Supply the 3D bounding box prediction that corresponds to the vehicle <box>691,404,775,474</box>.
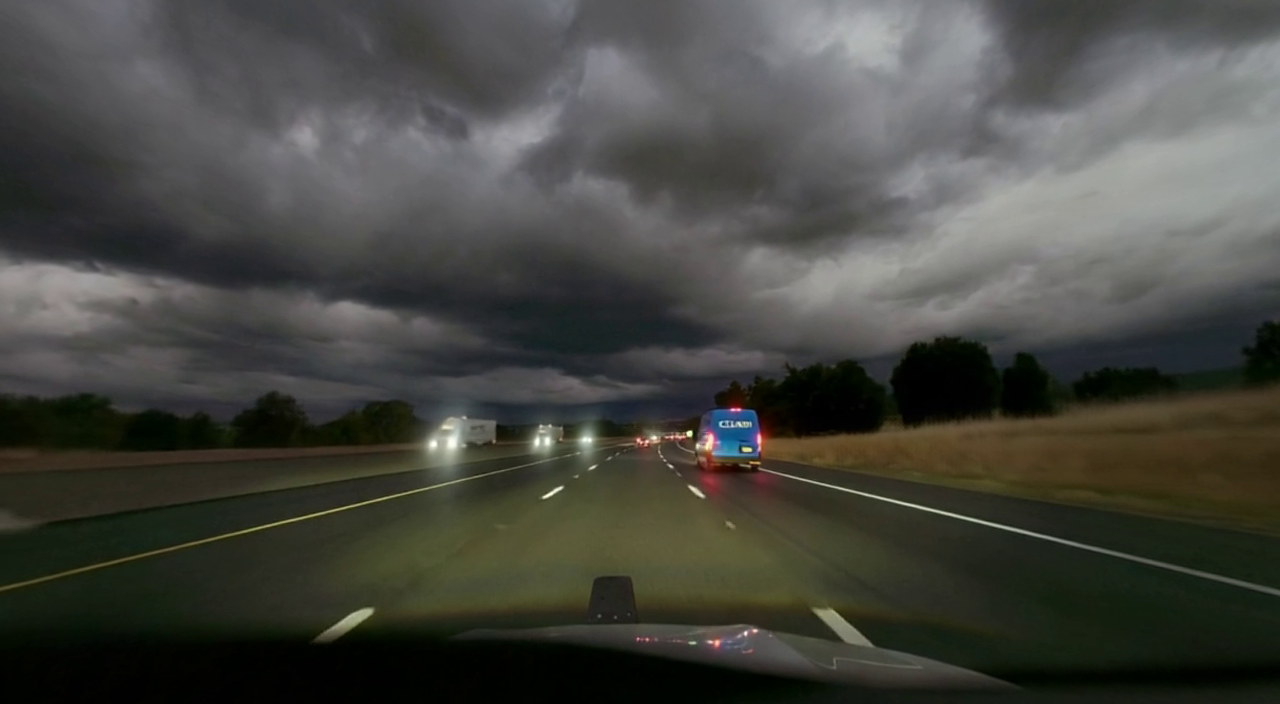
[{"bbox_3d":[3.696,3.630,26.221,2.485,2.562,5.535,0,-8,-2],"label":"vehicle"}]
